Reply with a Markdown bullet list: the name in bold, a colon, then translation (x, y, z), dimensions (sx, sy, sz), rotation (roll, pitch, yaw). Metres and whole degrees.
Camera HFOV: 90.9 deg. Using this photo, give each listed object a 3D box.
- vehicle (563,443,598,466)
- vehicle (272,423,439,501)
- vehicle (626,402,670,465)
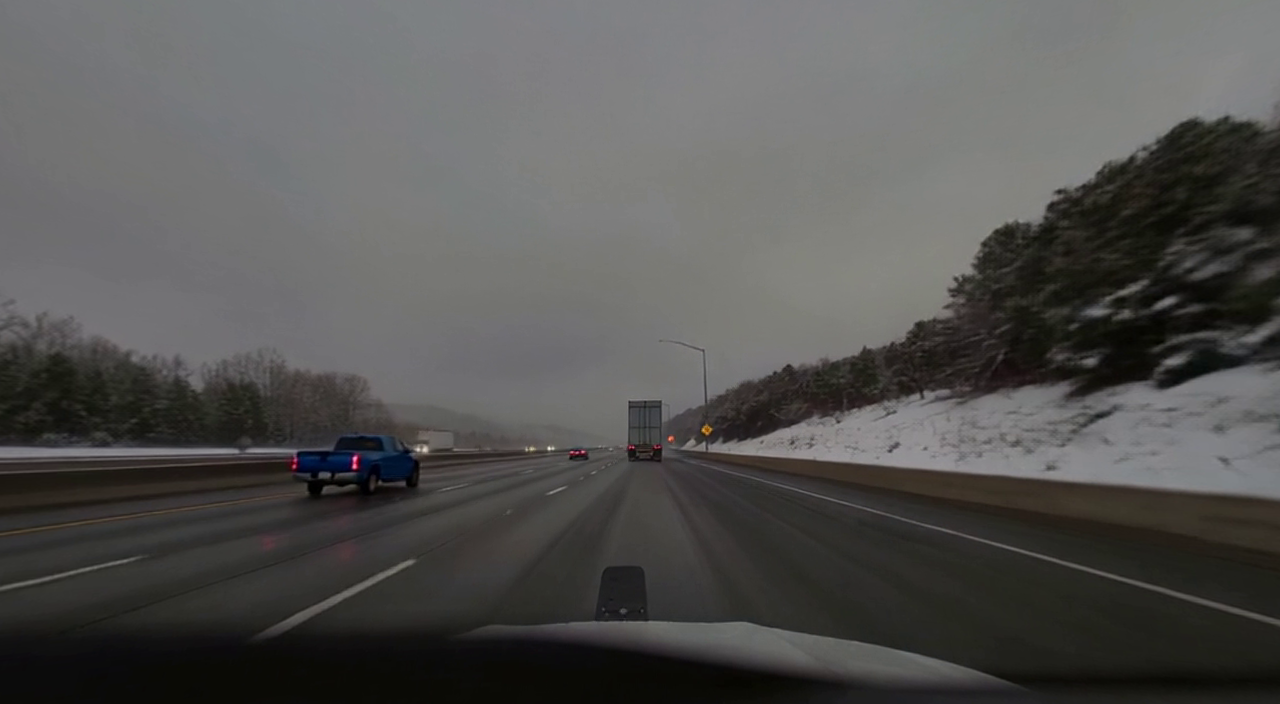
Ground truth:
- **vehicle**: translation (-4.230, 7.374, 45.554), dimensions (1.983, 1.508, 4.060), rotation (0, -8, 2)
- **vehicle**: translation (-7.695, 3.039, 17.855), dimensions (2.113, 1.837, 5.339), rotation (0, -8, 1)
- **vehicle**: translation (0.623, 6.582, 49.841), dimensions (2.951, 4.229, 15.519), rotation (0, -8, 1)
